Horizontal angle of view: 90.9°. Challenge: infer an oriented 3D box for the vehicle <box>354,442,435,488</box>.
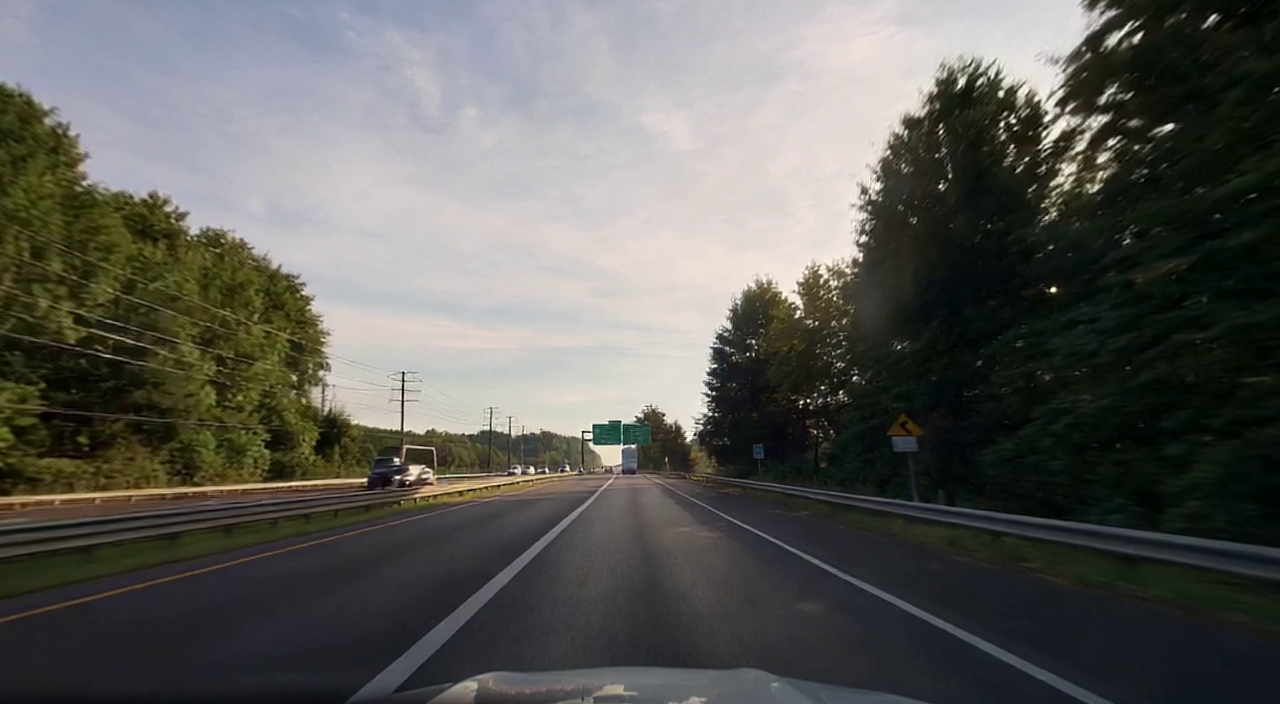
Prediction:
[{"bbox_3d":[-16.896,7.888,43.956,2.646,2.925,7.512,1,-10,-1],"label":"vehicle"}]
